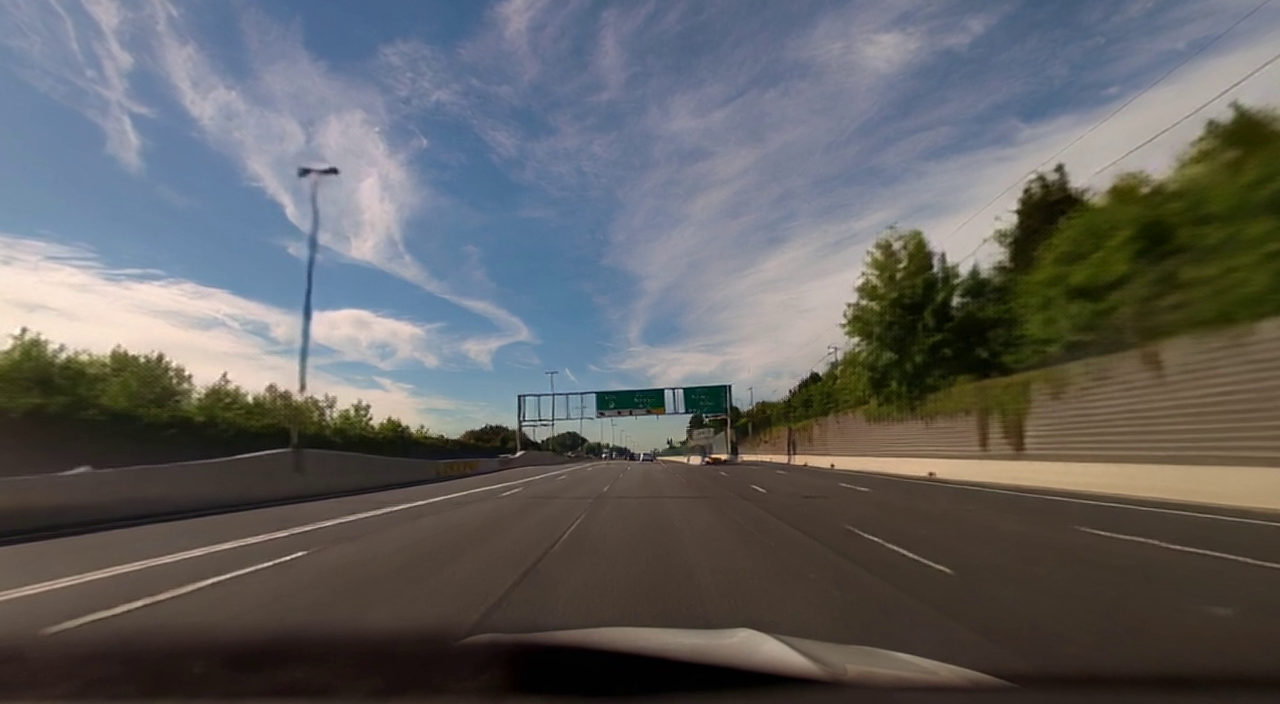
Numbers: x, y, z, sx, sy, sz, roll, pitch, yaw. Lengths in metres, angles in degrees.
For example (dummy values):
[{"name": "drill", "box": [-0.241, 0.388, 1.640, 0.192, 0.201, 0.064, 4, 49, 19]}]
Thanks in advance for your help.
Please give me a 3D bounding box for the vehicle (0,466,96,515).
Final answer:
[{"name": "vehicle", "box": [-21.793, 4.816, 22.099, 1.835, 1.484, 3.976, 0, -9, -1]}]
